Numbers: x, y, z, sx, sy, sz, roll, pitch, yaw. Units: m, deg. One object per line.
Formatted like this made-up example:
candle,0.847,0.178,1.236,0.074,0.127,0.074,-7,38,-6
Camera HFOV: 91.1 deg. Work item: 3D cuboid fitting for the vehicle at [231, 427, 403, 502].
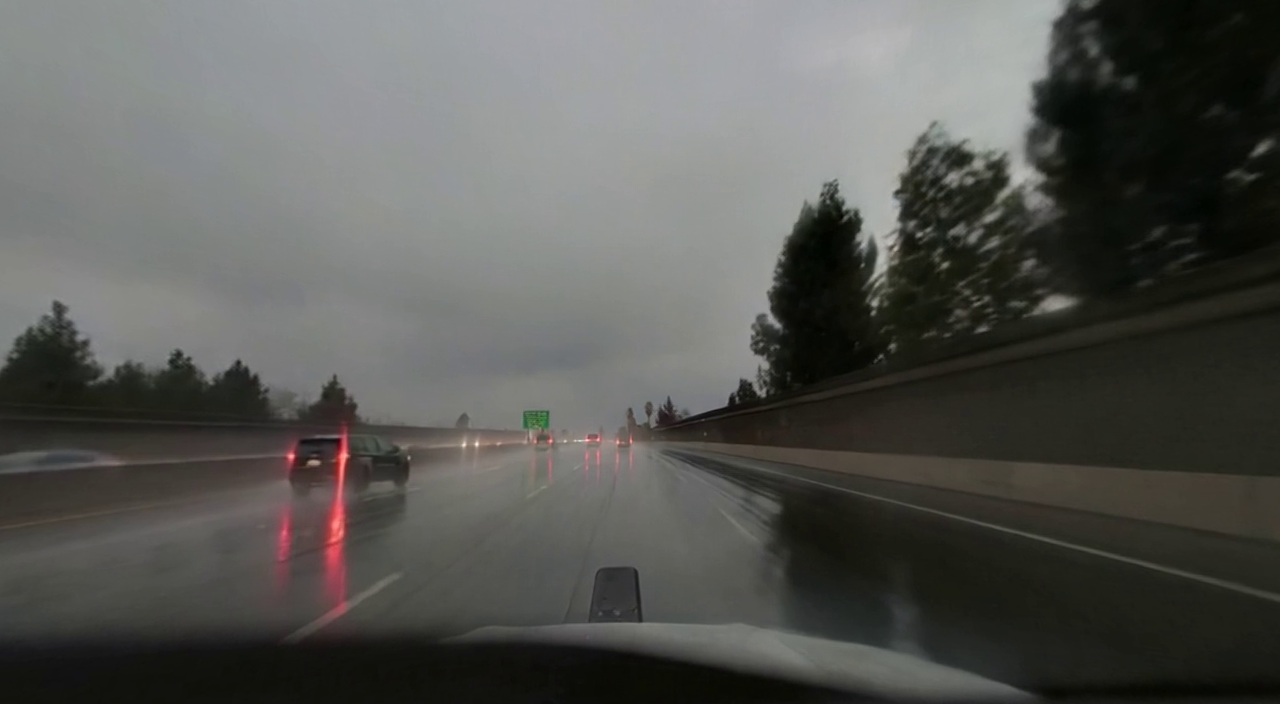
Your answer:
vehicle,-7.474,2.617,15.142,1.972,1.532,4.222,0,-8,-1
